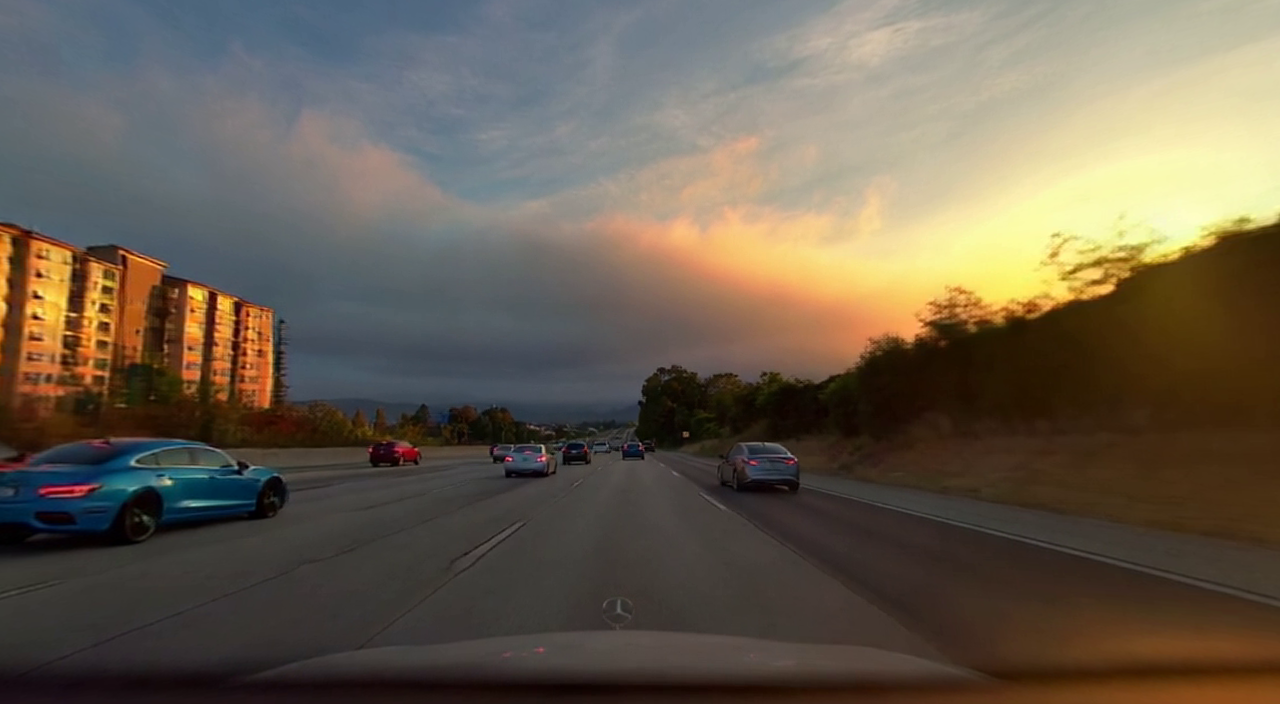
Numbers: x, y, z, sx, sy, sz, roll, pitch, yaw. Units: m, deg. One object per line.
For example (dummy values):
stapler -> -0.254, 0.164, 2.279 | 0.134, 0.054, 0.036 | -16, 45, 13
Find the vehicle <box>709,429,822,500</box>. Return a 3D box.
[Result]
vehicle -> 3.223, 2.981, 17.193 | 2.061, 1.658, 4.417 | 0, -8, -1

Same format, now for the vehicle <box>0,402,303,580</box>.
vehicle -> -7.198, 1.760, 8.921 | 2.086, 1.776, 5.080 | 0, -8, 0

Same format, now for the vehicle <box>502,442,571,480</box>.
vehicle -> -4.140, 4.416, 25.961 | 2.124, 1.426, 4.444 | 0, -8, 0

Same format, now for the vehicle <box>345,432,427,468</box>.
vehicle -> -15.357, 5.981, 38.693 | 2.396, 1.999, 6.333 | 0, -8, 0

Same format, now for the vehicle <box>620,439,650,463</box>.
vehicle -> -0.396, 7.199, 45.957 | 2.053, 1.650, 3.945 | 0, -8, -1

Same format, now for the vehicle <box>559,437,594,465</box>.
vehicle -> -4.371, 6.886, 44.076 | 2.044, 1.774, 4.329 | 0, -8, 0
